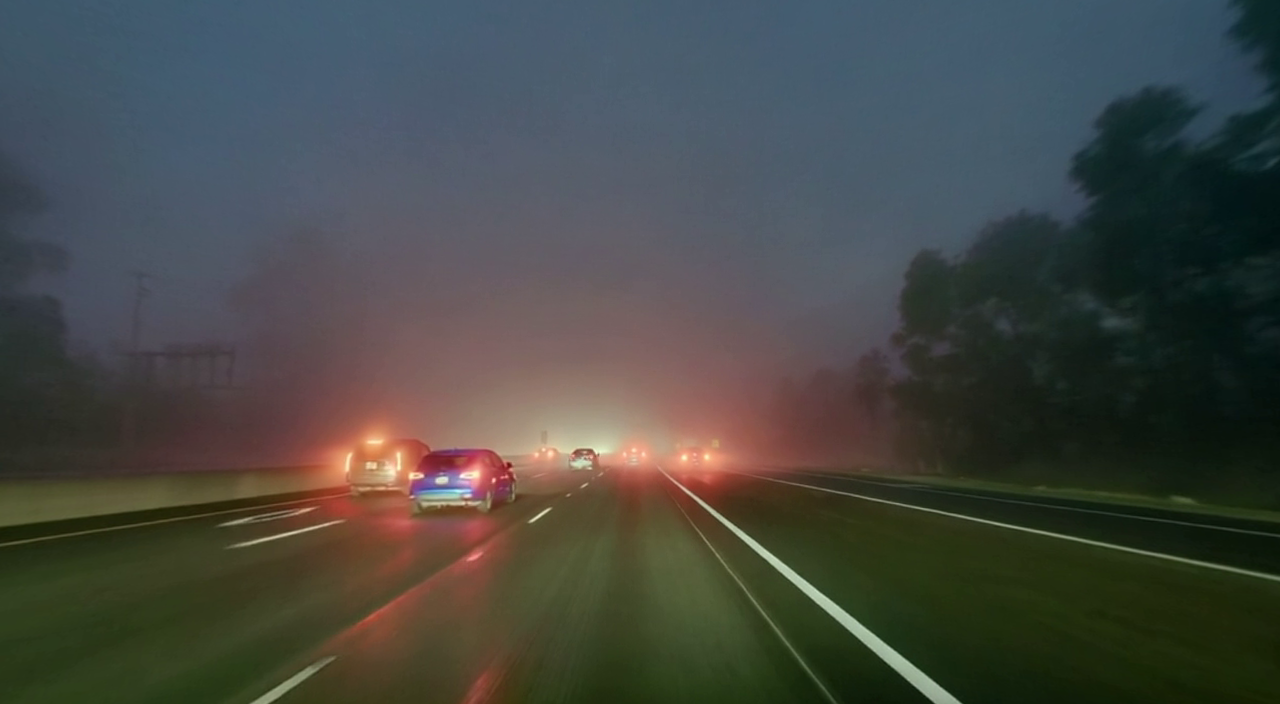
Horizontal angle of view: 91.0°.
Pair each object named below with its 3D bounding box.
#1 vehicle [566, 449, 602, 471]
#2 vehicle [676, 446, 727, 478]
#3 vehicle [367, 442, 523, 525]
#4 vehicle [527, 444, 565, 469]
[{"bbox_3d":[-3.823,7.473,43.708,2.071,1.478,4.130,0,-9,0],"label":"vehicle"},{"bbox_3d":[3.110,5.685,32.726,2.141,1.507,4.510,0,-9,0],"label":"vehicle"},{"bbox_3d":[-3.997,2.759,13.823,1.988,1.506,4.416,0,-9,0],"label":"vehicle"},{"bbox_3d":[-6.937,7.781,46.992,2.111,1.811,4.391,0,-9,1],"label":"vehicle"}]
